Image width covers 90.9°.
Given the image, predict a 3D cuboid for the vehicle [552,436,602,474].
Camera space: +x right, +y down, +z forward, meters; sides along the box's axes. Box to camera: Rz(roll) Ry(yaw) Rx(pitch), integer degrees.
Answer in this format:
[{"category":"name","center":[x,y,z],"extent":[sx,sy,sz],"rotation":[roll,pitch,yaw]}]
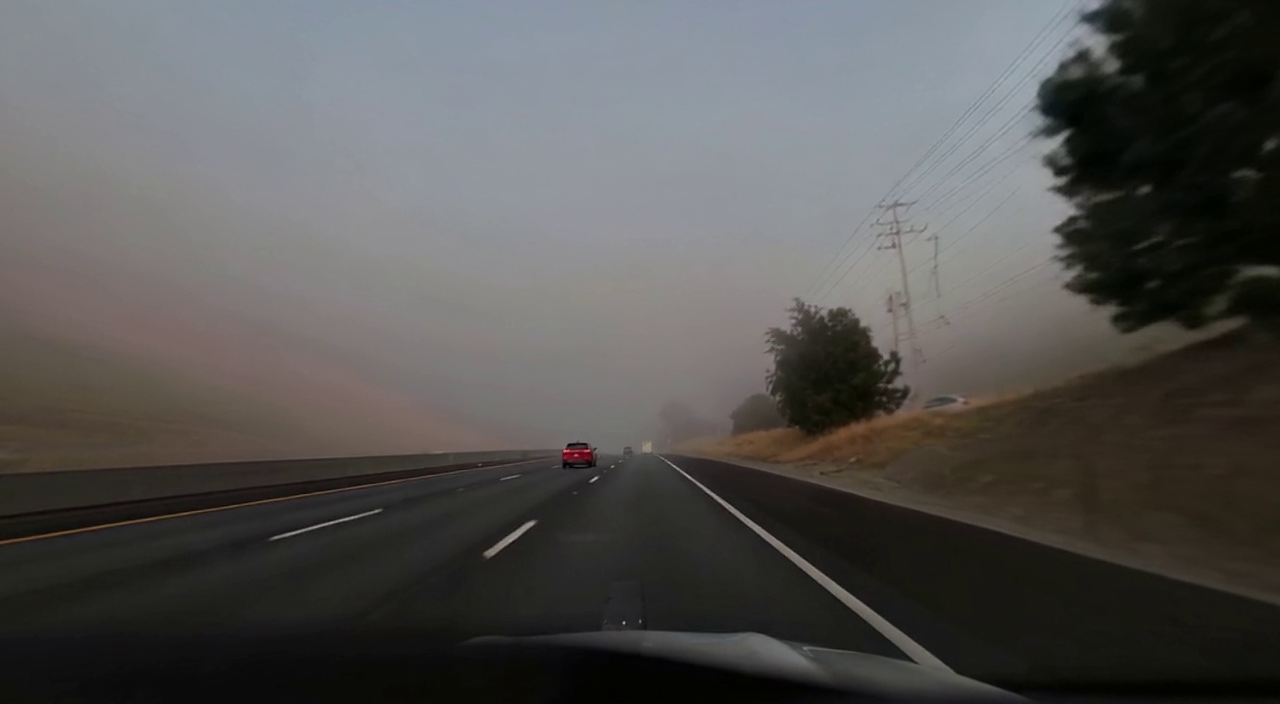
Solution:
[{"category":"vehicle","center":[-3.276,5.413,33.499],"extent":[2.136,1.845,4.515],"rotation":[0,-8,1]}]

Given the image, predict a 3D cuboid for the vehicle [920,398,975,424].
[{"category":"vehicle","center":[23.778,4.619,48.977],"extent":[1.914,1.713,4.630],"rotation":[-1,-8,1]}]
